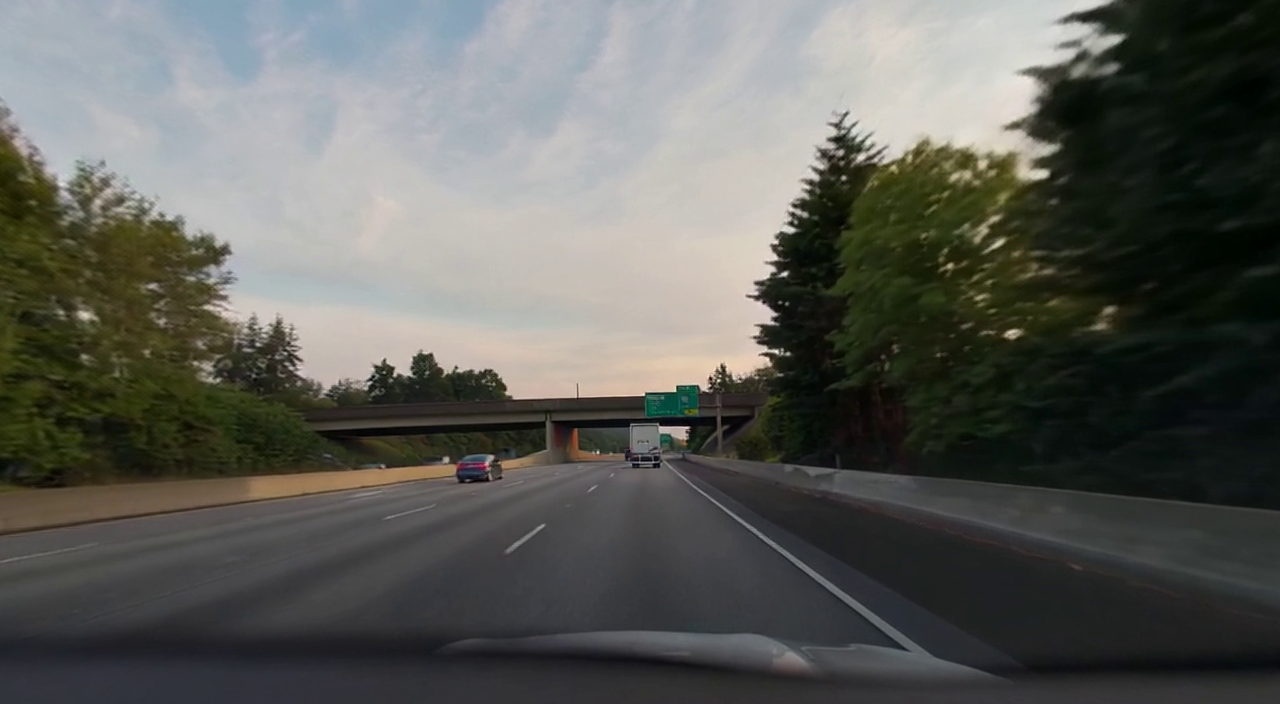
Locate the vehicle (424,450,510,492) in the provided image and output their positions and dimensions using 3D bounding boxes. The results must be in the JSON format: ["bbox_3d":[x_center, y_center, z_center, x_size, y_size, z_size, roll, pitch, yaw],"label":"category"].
[{"bbox_3d":[-6.753,4.674,25.188,1.953,1.452,4.711,-1,-9,2],"label":"vehicle"}]

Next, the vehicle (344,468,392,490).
[{"bbox_3d":[-19.533,9.099,45.473,1.642,1.362,4.039,0,-9,1],"label":"vehicle"}]
